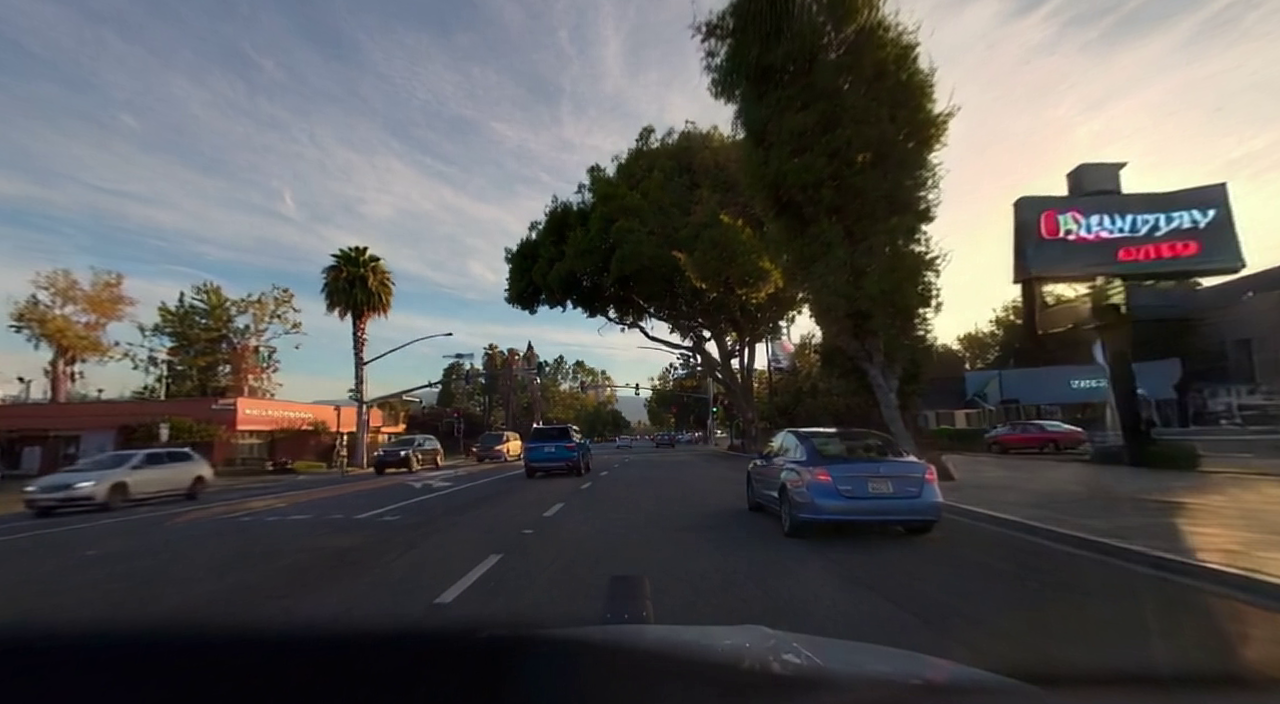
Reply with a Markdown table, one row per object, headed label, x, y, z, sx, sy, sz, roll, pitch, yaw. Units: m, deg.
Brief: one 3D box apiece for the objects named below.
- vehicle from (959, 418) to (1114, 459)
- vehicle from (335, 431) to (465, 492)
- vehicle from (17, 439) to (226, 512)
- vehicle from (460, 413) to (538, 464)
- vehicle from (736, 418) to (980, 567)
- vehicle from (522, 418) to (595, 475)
| label | x | y | z | sx | sy | sz | roll | pitch | yaw |
| --- | --- | --- | --- | --- | --- | --- | --- | --- | --- |
| vehicle | 15.432 | 3.449 | 24.865 | 4.680 | 1.506 | 2.017 | -2 | -9 | 14 |
| vehicle | -6.487 | 3.006 | 17.603 | 1.751 | 1.445 | 4.340 | 0 | -9 | 2 |
| vehicle | -14.264 | 3.373 | 17.793 | 1.961 | 1.757 | 4.557 | 0 | -8 | 0 |
| vehicle | -5.785 | 3.656 | 26.422 | 2.157 | 1.942 | 4.210 | 0 | -9 | 2 |
| vehicle | 2.529 | 1.746 | 8.626 | 1.919 | 1.472 | 4.470 | -1 | -8 | 3 |
| vehicle | -3.019 | 3.681 | 24.494 | 2.152 | 1.987 | 4.527 | 0 | -8 | 1 |
